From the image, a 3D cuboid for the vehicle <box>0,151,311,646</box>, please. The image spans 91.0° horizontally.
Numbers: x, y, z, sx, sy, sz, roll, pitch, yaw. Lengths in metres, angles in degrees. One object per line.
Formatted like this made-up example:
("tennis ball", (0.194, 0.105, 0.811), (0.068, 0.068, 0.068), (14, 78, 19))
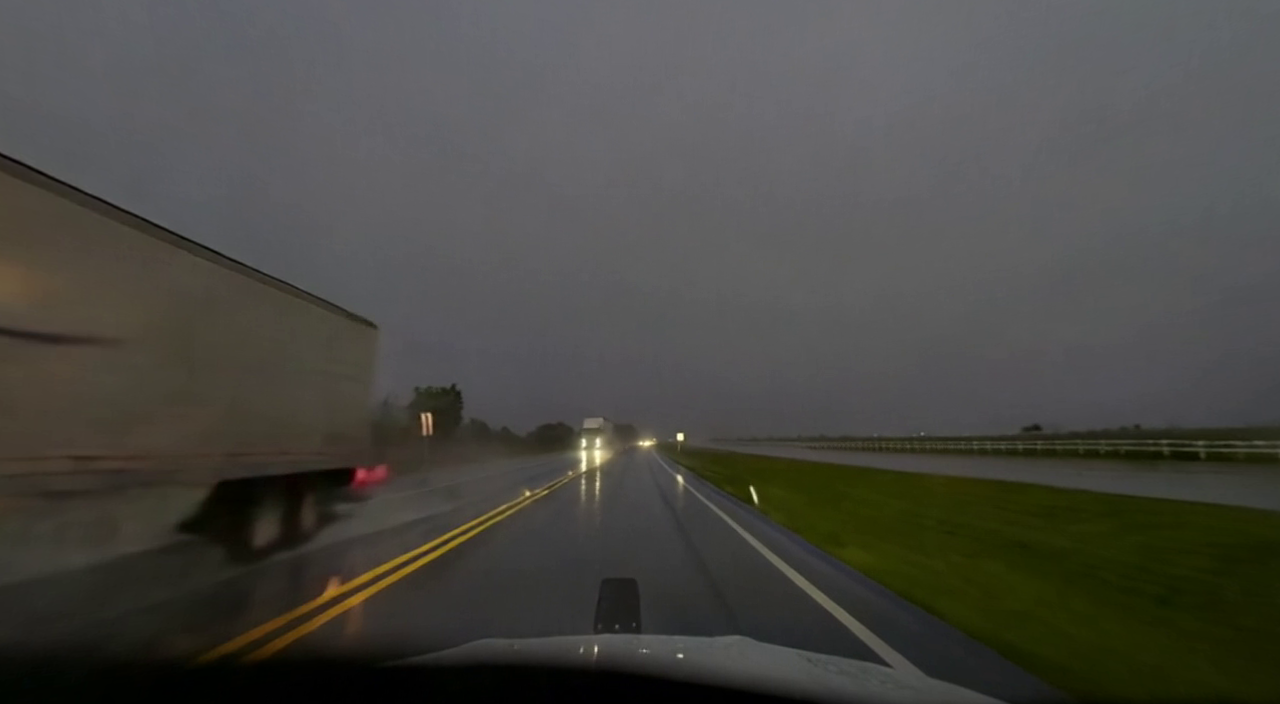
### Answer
("vehicle", (-5.873, 0.253, 3.852), (2.751, 3.436, 8.990), (-1, -8, 1))
